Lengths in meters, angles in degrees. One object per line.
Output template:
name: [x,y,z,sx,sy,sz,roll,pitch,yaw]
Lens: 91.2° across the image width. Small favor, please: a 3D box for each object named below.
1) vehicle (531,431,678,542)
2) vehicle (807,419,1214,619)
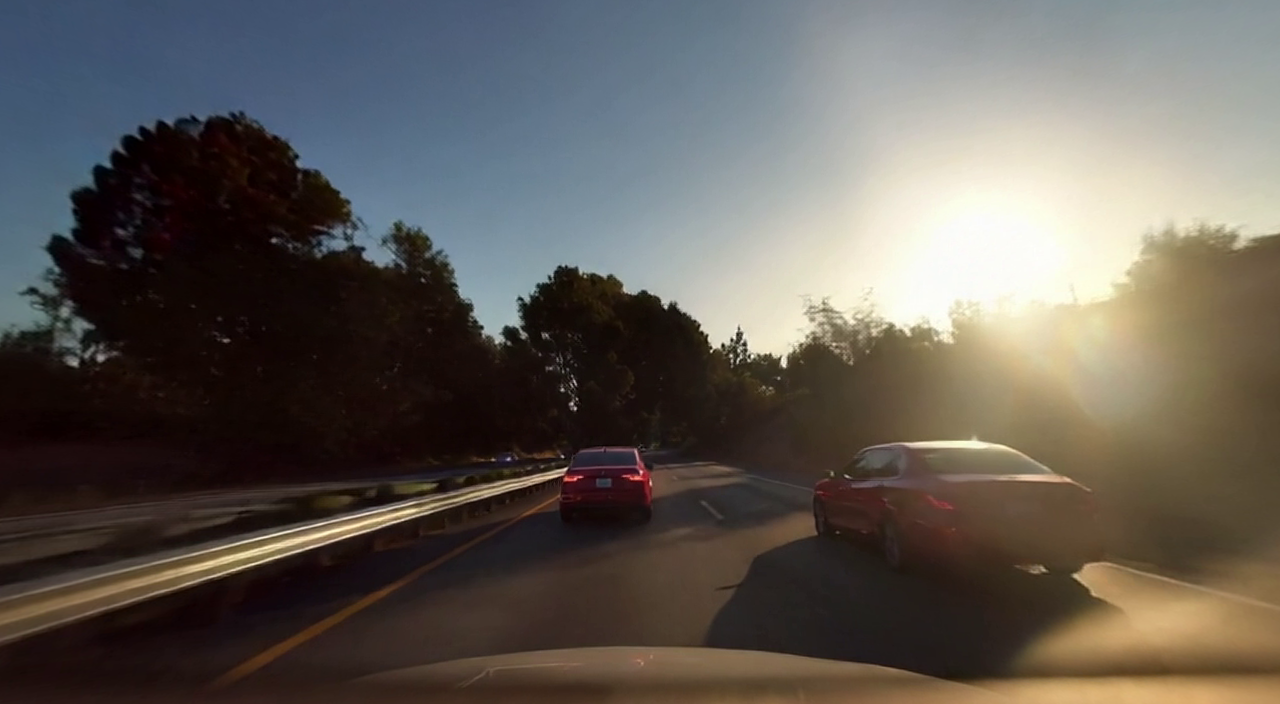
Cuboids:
vehicle: [-0.531,2.246,11.094,2.083,1.548,4.251,0,-9,-1]
vehicle: [3.450,1.615,6.979,2.021,1.533,4.014,0,-9,0]
